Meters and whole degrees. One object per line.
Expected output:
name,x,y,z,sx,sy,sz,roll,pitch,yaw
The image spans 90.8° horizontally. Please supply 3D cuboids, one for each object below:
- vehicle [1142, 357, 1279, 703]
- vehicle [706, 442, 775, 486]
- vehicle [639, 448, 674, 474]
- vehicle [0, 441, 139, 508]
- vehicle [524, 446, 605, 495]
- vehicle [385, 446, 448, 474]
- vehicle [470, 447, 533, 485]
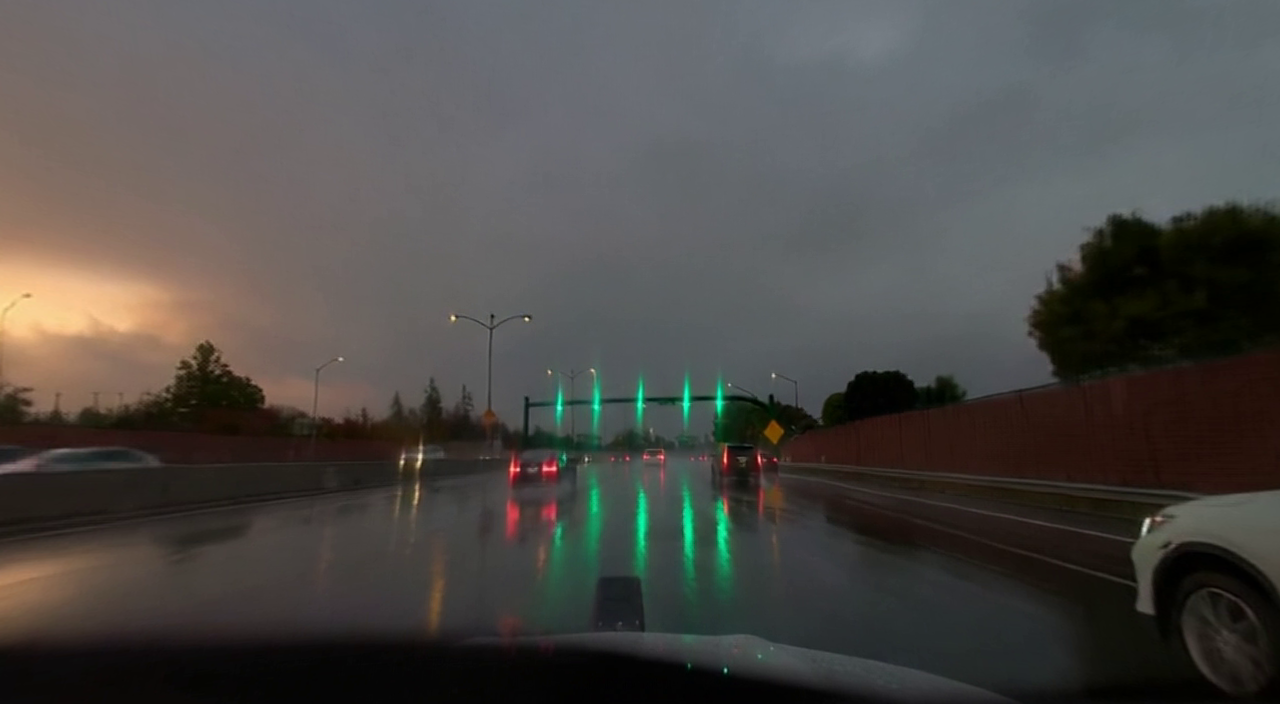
vehicle,3.807,0.646,1.134,2.029,1.716,4.545,0,-9,0
vehicle,4.227,4.798,27.353,2.320,1.735,4.408,0,-8,1
vehicle,1.229,7.828,45.675,2.408,1.748,4.217,0,-8,3
vehicle,-15.345,2.976,15.644,1.971,1.484,4.666,0,-9,1
vehicle,-2.498,4.060,22.137,2.130,1.514,4.766,0,-8,2
vehicle,-14.766,7.164,42.090,2.213,1.749,4.890,-1,-9,3
vehicle,-5.914,4.874,27.359,1.835,1.504,3.612,0,-9,1
